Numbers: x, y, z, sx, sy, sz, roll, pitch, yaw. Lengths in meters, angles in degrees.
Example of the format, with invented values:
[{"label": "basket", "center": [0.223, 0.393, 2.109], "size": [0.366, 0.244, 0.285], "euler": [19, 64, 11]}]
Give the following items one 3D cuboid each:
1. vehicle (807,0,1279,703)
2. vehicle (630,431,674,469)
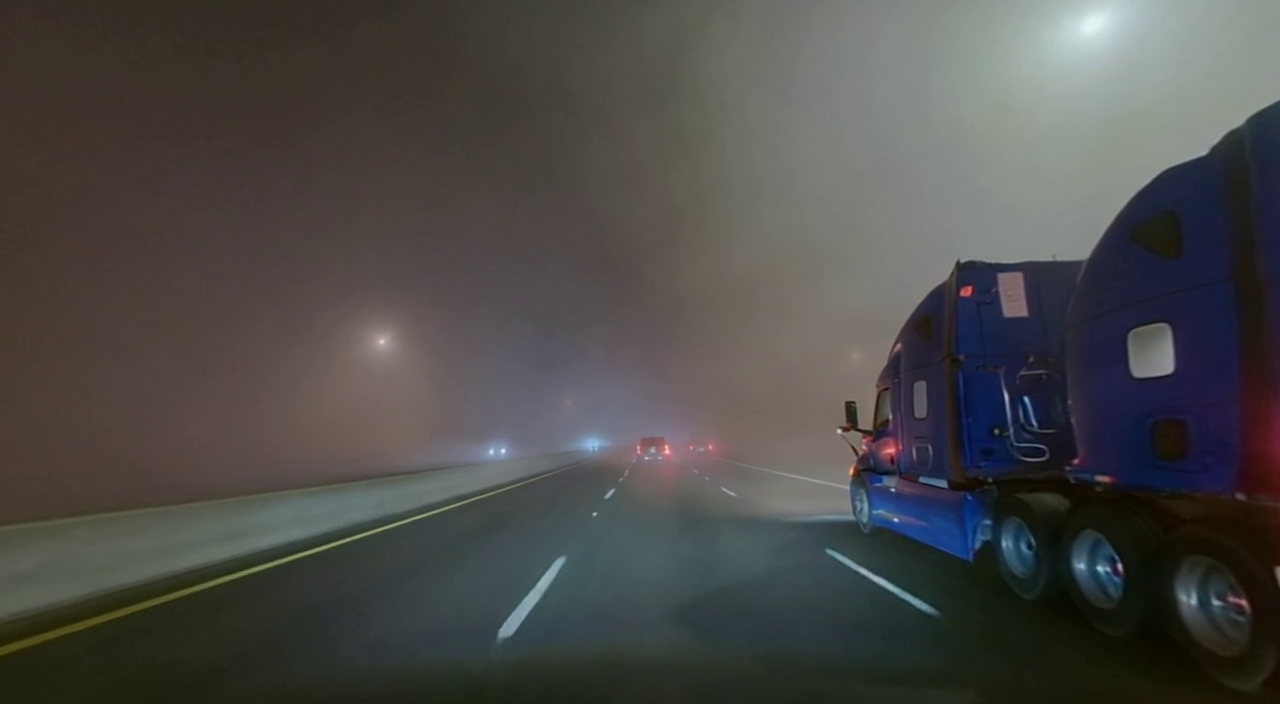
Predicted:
[{"label": "vehicle", "center": [4.373, 0.219, 6.394], "size": [3.030, 3.985, 8.655], "euler": [-1, -8, 1]}, {"label": "vehicle", "center": [0.584, 5.233, 33.868], "size": [2.205, 1.860, 4.301], "euler": [0, -8, 0]}]
